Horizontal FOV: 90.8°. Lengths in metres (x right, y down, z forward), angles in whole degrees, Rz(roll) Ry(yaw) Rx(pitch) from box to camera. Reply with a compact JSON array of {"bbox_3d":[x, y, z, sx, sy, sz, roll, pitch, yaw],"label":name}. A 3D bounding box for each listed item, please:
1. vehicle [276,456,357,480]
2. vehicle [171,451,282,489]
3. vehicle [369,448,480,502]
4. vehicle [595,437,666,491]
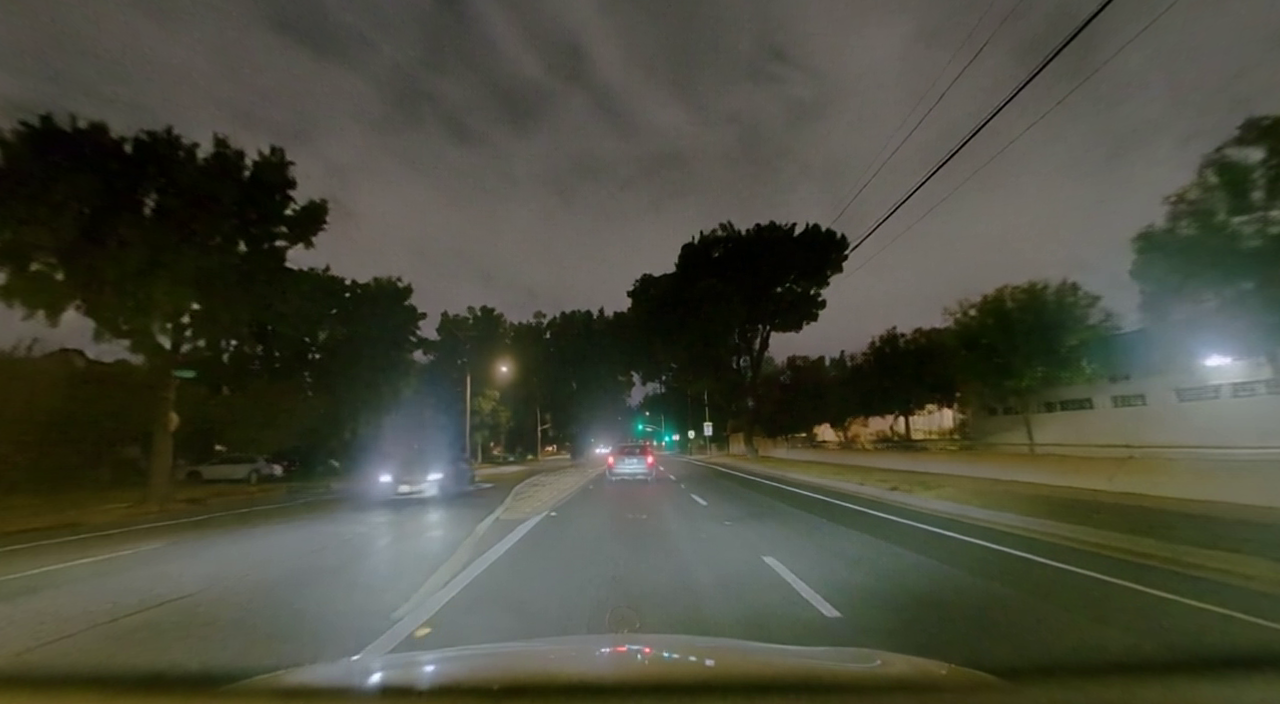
[{"bbox_3d":[-21.609,7.747,42.299,4.366,1.526,1.921,0,-9,0],"label":"vehicle"},{"bbox_3d":[-21.614,6.163,33.168,4.470,1.917,1.932,-1,-9,3],"label":"vehicle"},{"bbox_3d":[-6.582,3.773,19.891,1.907,1.471,4.455,0,-9,0],"label":"vehicle"},{"bbox_3d":[-0.272,3.743,21.432,2.181,1.639,4.127,0,-9,1],"label":"vehicle"}]
